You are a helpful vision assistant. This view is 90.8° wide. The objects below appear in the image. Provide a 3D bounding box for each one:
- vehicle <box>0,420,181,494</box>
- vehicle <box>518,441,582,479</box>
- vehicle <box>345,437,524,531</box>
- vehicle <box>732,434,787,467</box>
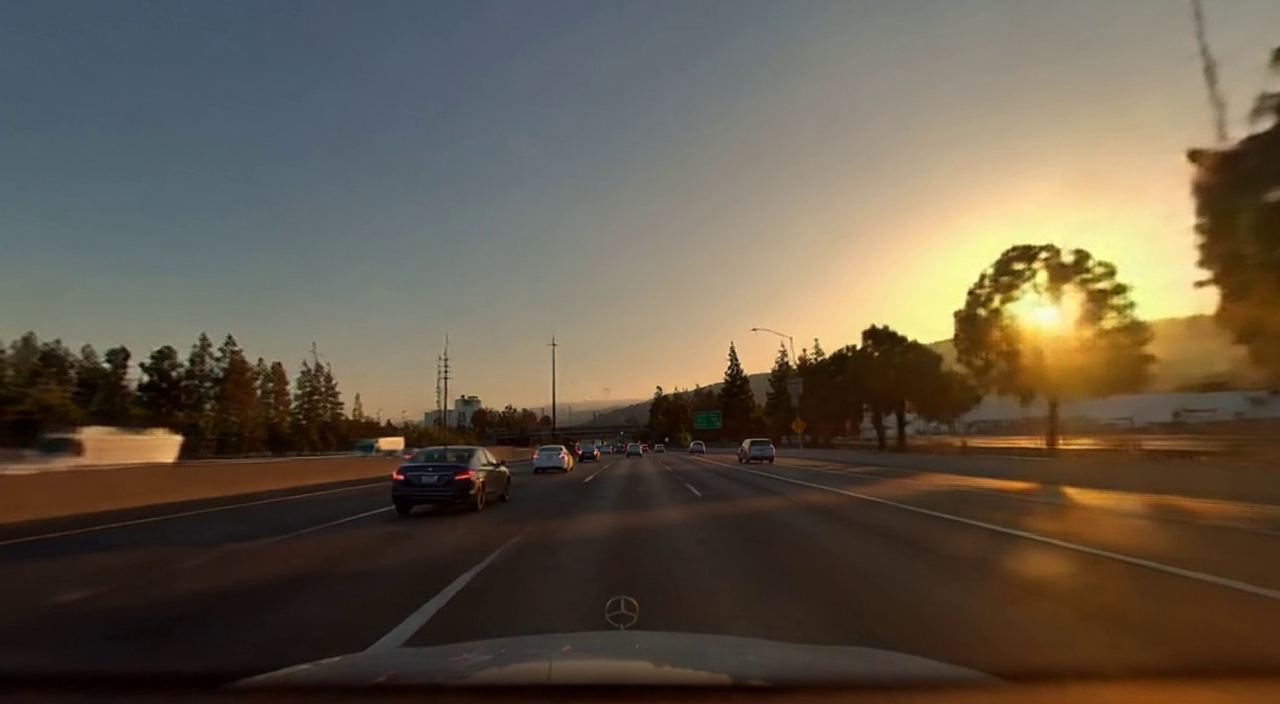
[{"bbox_3d":[-35.683,6.728,41.119,3.017,4.115,11.213,0,-9,0],"label":"vehicle"},{"bbox_3d":[-3.792,4.662,27.553,2.047,1.469,4.614,-1,-9,1],"label":"vehicle"},{"bbox_3d":[-3.595,2.386,12.010,1.959,1.433,4.291,0,-9,0],"label":"vehicle"},{"bbox_3d":[6.863,5.741,36.737,2.147,1.769,4.666,0,-9,-2],"label":"vehicle"}]
